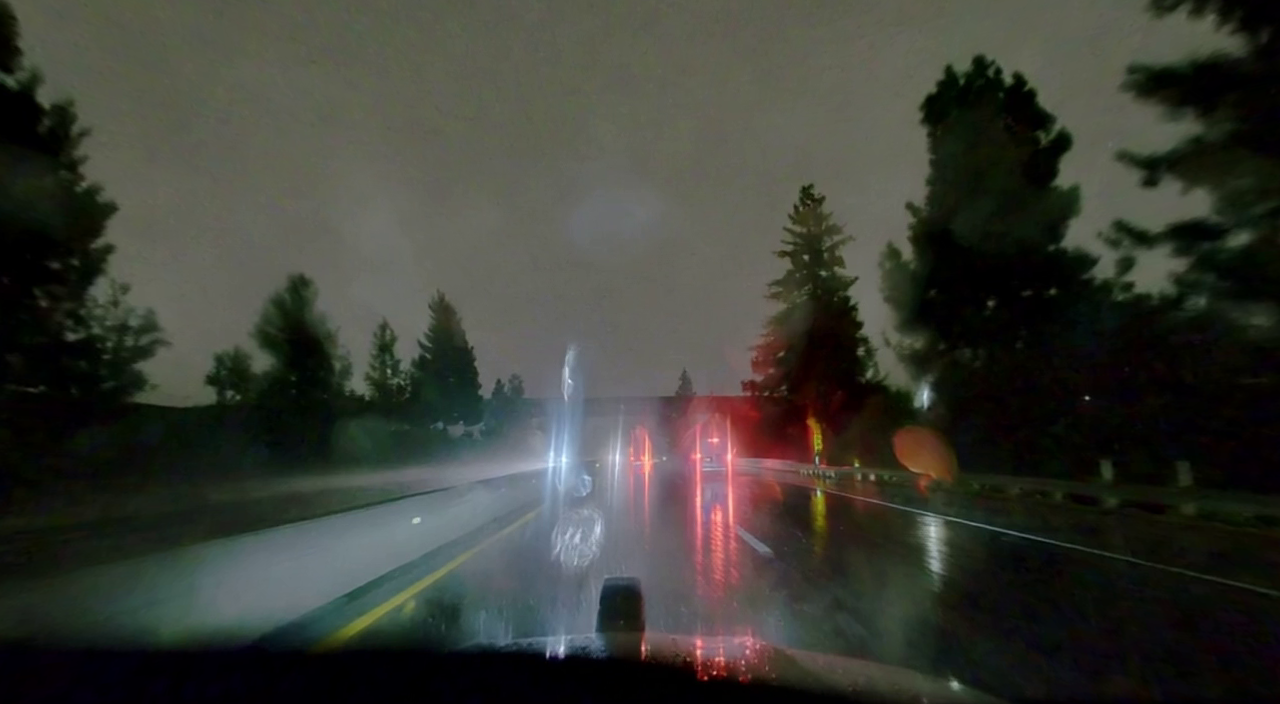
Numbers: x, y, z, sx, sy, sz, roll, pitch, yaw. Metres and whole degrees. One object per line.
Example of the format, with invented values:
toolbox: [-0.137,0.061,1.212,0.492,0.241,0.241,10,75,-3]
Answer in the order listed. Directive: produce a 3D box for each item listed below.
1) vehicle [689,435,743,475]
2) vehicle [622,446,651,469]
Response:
vehicle: [4.027,5.594,34.339,2.152,1.998,5.380,0,-9,-1]
vehicle: [-0.211,7.665,45.989,2.013,1.584,3.995,0,-9,0]
